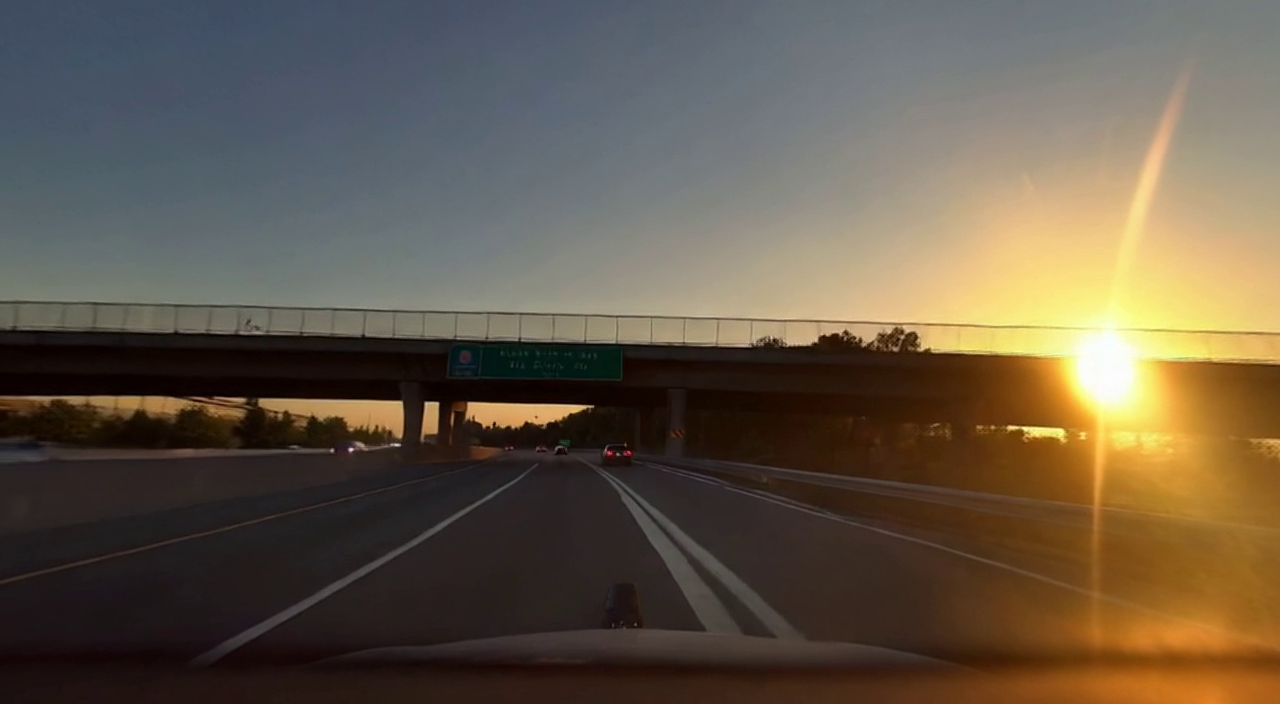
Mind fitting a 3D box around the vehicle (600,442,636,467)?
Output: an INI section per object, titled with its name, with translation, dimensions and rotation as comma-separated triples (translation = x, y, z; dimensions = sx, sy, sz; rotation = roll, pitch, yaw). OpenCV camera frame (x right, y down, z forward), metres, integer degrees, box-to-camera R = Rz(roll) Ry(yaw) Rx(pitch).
[vehicle]
translation = -1.461, 6.456, 39.834
dimensions = 2.140, 1.455, 4.135
rotation = 0, -8, -4
